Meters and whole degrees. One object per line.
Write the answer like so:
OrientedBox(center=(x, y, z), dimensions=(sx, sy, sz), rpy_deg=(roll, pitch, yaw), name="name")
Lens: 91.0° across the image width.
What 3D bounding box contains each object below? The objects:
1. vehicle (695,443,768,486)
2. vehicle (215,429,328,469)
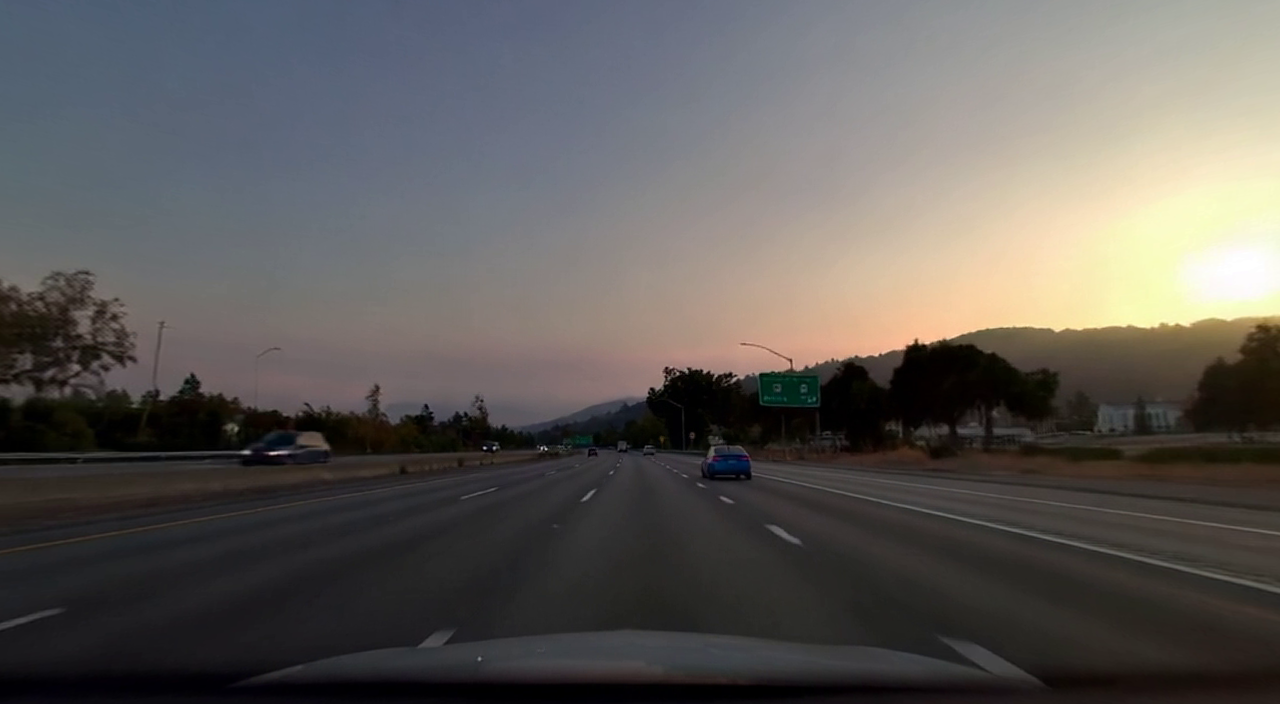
OrientedBox(center=(3.438, 4.322, 24.504), dimensions=(2.033, 1.501, 4.398), rpy_deg=(0, -9, -2), name="vehicle")
OrientedBox(center=(-18.502, 4.934, 32.073), dimensions=(2.336, 1.832, 5.644), rpy_deg=(0, -9, 0), name="vehicle")
